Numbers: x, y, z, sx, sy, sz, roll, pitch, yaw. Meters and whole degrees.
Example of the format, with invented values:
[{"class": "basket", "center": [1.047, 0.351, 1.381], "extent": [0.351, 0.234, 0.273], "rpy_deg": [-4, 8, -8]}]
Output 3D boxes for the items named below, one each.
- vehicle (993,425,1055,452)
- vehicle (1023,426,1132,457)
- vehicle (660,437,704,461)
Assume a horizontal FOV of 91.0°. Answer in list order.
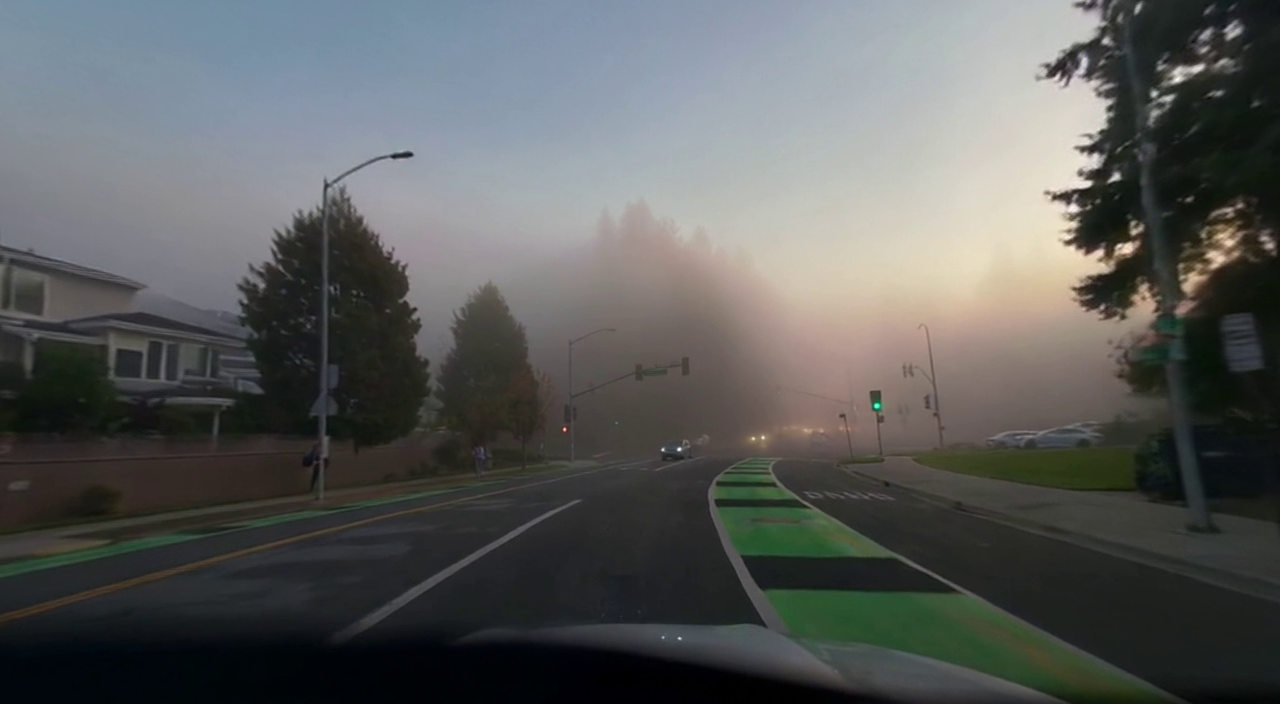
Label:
[{"class": "vehicle", "center": [24.138, 5.509, 39.765], "extent": [1.937, 1.474, 5.114], "rpy_deg": [-5, -10, 16]}, {"class": "vehicle", "center": [23.616, 4.838, 34.270], "extent": [1.972, 1.477, 5.340], "rpy_deg": [-2, -8, -2]}, {"class": "vehicle", "center": [2.843, 6.413, 41.824], "extent": [1.904, 1.489, 4.746], "rpy_deg": [-3, -9, 16]}]
